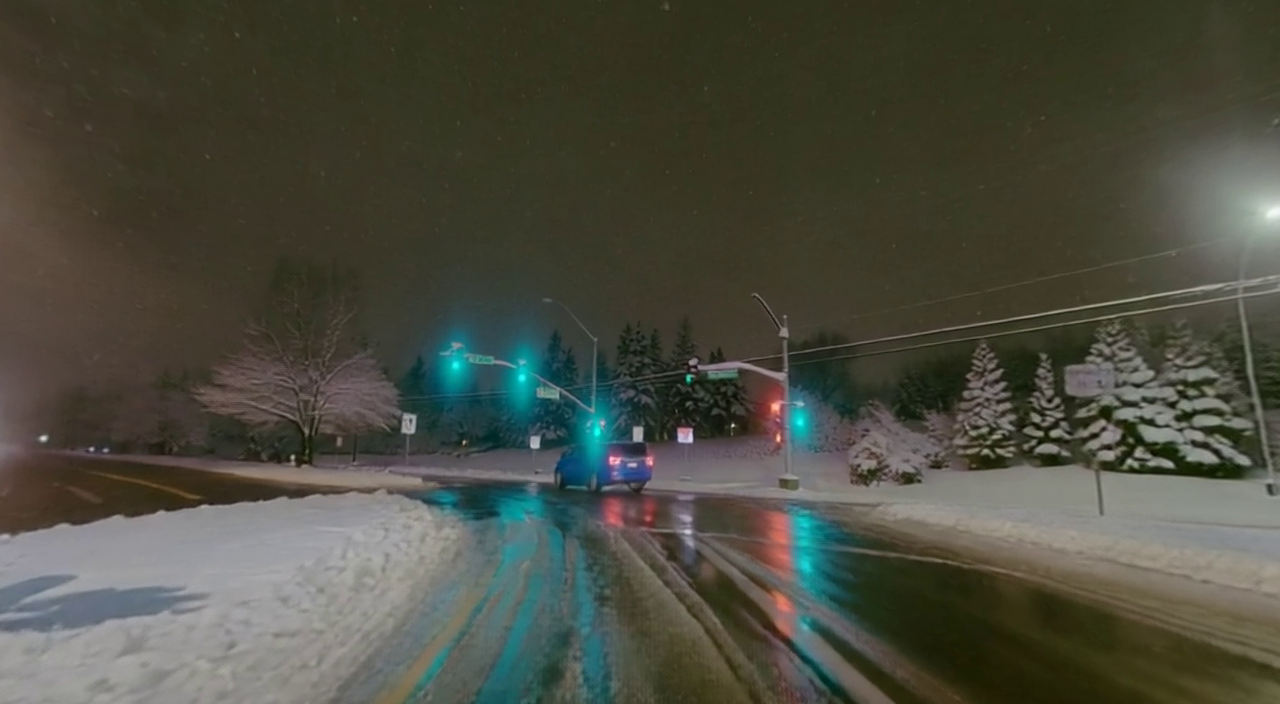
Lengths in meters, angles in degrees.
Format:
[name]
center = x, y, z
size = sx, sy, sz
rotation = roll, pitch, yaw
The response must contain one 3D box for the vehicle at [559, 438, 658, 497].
[vehicle]
center = -1.258, 3.982, 22.054
size = 2.284, 1.788, 4.871
rotation = 3, -10, -17
